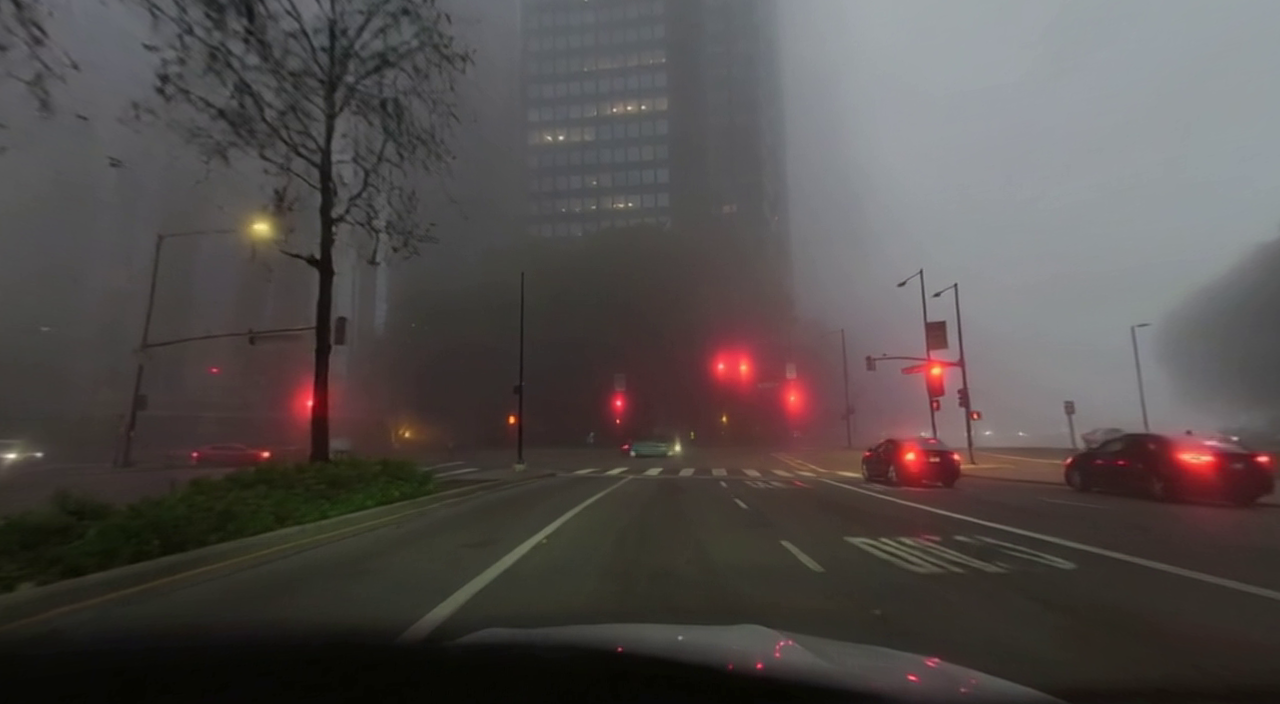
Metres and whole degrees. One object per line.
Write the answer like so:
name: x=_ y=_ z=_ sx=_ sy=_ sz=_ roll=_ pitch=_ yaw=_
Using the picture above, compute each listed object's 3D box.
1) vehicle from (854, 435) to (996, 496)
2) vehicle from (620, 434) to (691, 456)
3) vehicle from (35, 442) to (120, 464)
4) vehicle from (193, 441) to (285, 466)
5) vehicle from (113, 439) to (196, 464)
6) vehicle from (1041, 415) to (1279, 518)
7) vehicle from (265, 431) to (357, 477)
vehicle: x=8.011 y=3.223 z=18.359 sx=1.936 sy=1.489 sz=4.885 roll=0 pitch=-8 yaw=1
vehicle: x=1.050 y=6.395 z=43.264 sx=4.762 sy=1.420 sz=1.814 roll=0 pitch=-8 yaw=0
vehicle: x=-40.408 y=7.253 z=45.429 sx=4.379 sy=1.444 sz=1.781 roll=0 pitch=-8 yaw=0
vehicle: x=-25.024 y=6.323 z=39.530 sx=4.503 sy=1.475 sz=1.789 roll=0 pitch=-8 yaw=-1
vehicle: x=-34.873 y=7.128 z=45.471 sx=4.326 sy=1.700 sz=1.946 roll=0 pitch=-8 yaw=-1
vehicle: x=11.366 y=2.403 z=13.767 sx=2.027 sy=1.810 sz=4.854 roll=0 pitch=-8 yaw=0
vehicle: x=-15.352 y=4.718 z=29.408 sx=4.779 sy=1.910 sz=2.125 roll=-8 pitch=-11 yaw=41
